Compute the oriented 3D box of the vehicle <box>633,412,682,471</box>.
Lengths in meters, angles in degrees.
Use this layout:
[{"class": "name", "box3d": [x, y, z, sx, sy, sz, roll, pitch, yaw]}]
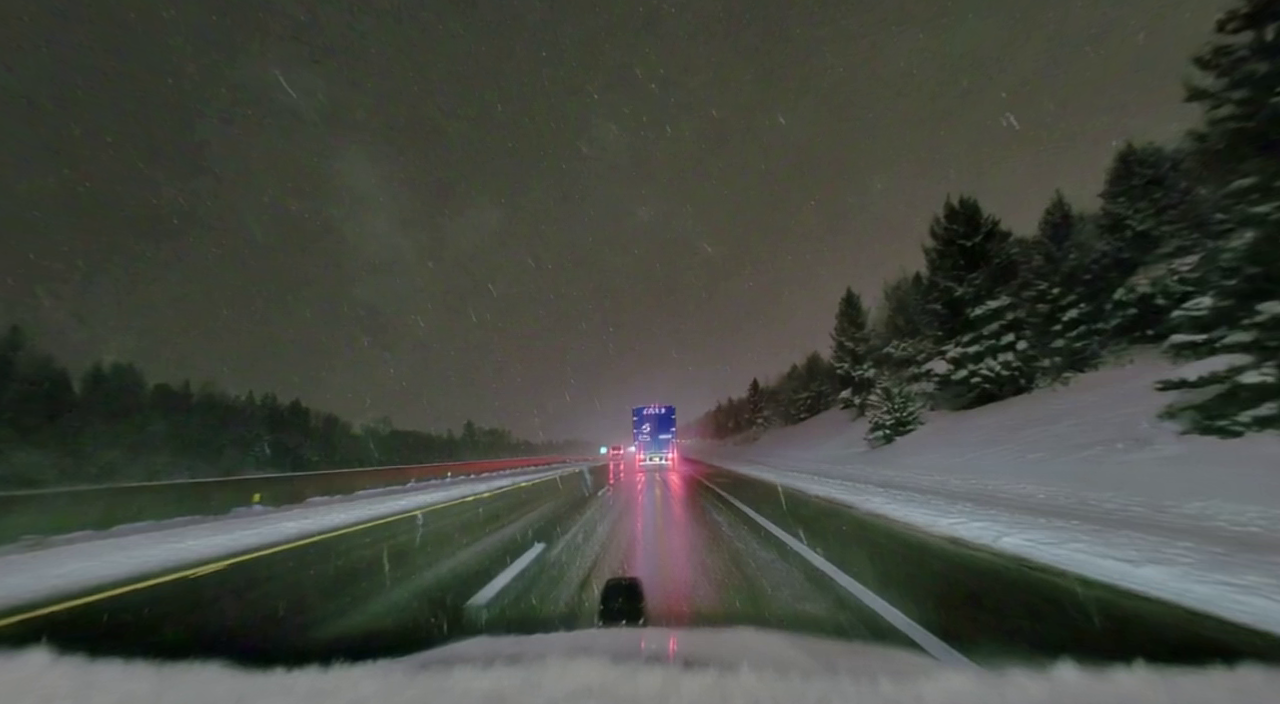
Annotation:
[{"class": "vehicle", "box3d": [1.115, 6.455, 44.984, 3.107, 3.718, 10.231, 0, -9, 0]}]
